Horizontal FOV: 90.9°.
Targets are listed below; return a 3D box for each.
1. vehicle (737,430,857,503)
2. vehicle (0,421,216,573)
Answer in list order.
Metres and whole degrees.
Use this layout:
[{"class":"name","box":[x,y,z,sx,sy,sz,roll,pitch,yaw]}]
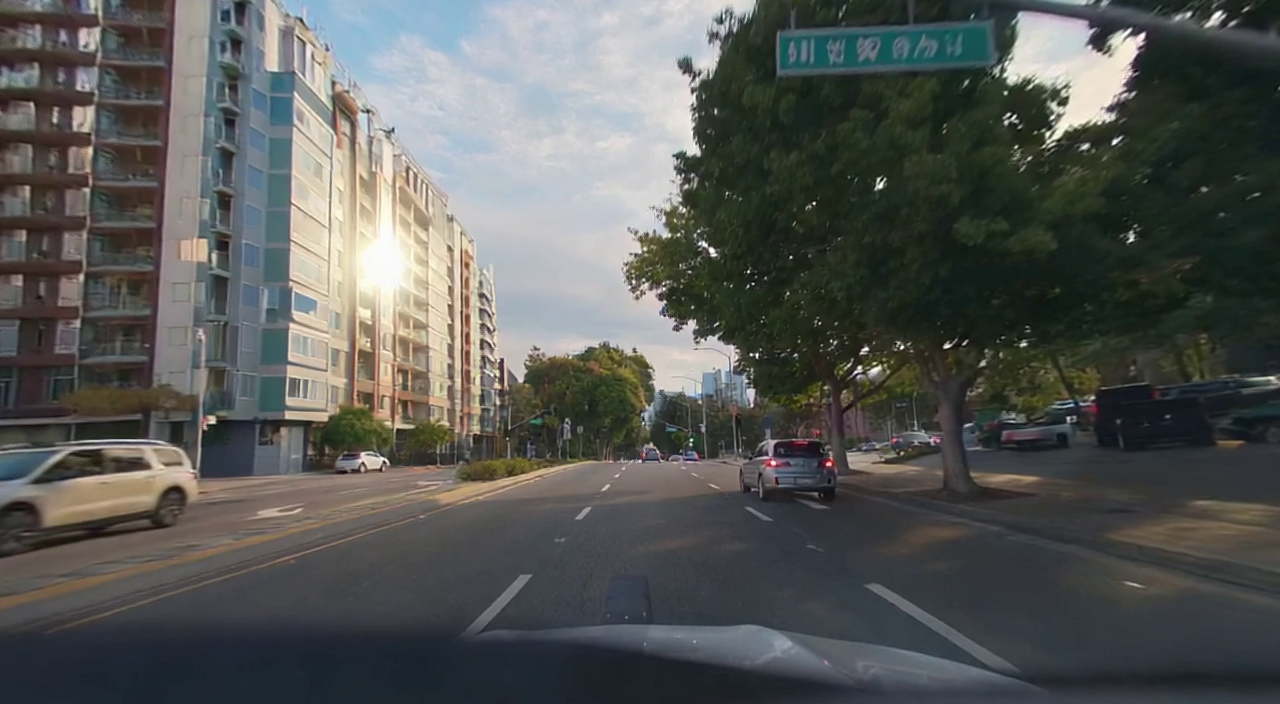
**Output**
[{"class":"vehicle","box":[3.728,2.789,15.738,1.949,1.583,3.996,0,-9,0]},{"class":"vehicle","box":[-7.941,1.807,8.027,2.021,1.626,4.302,-3,-9,1]}]
